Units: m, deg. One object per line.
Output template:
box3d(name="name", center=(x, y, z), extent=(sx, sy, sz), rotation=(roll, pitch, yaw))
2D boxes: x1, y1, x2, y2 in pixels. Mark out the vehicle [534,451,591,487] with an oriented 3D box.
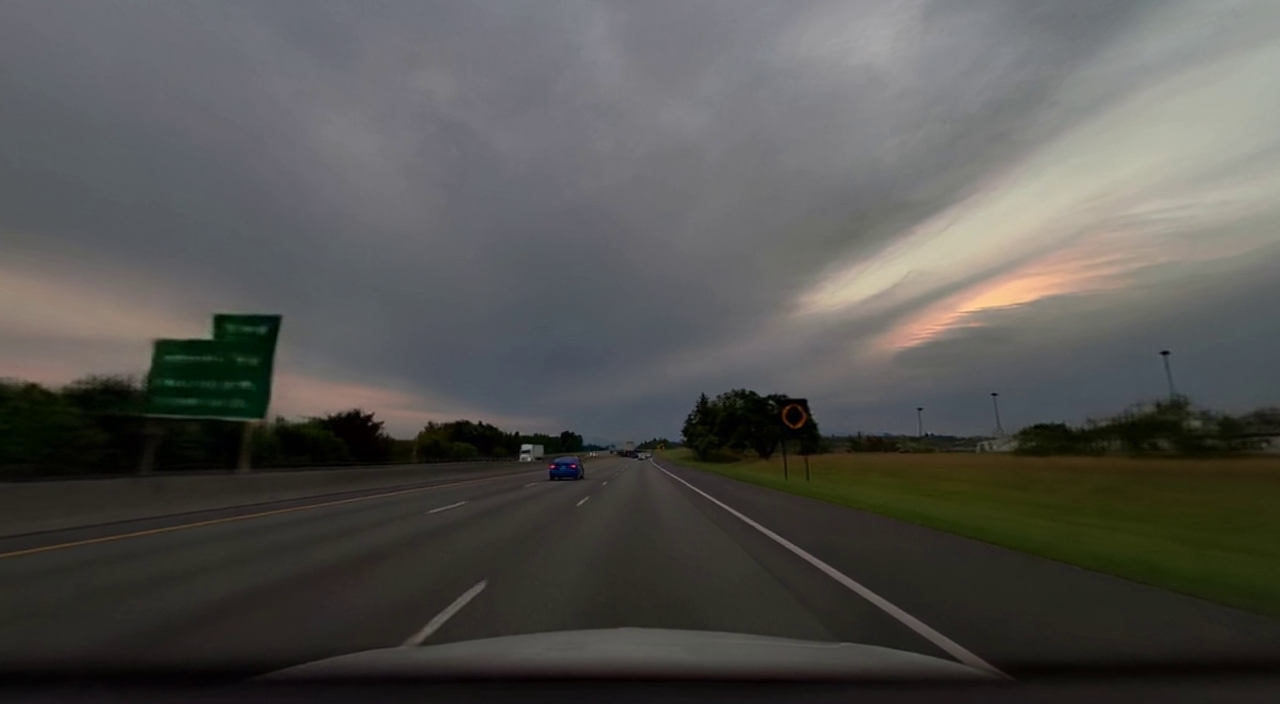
box3d(name="vehicle", center=(-3.531, 5.412, 29.466), extent=(2.121, 1.537, 3.852), rotation=(0, -9, 0))
